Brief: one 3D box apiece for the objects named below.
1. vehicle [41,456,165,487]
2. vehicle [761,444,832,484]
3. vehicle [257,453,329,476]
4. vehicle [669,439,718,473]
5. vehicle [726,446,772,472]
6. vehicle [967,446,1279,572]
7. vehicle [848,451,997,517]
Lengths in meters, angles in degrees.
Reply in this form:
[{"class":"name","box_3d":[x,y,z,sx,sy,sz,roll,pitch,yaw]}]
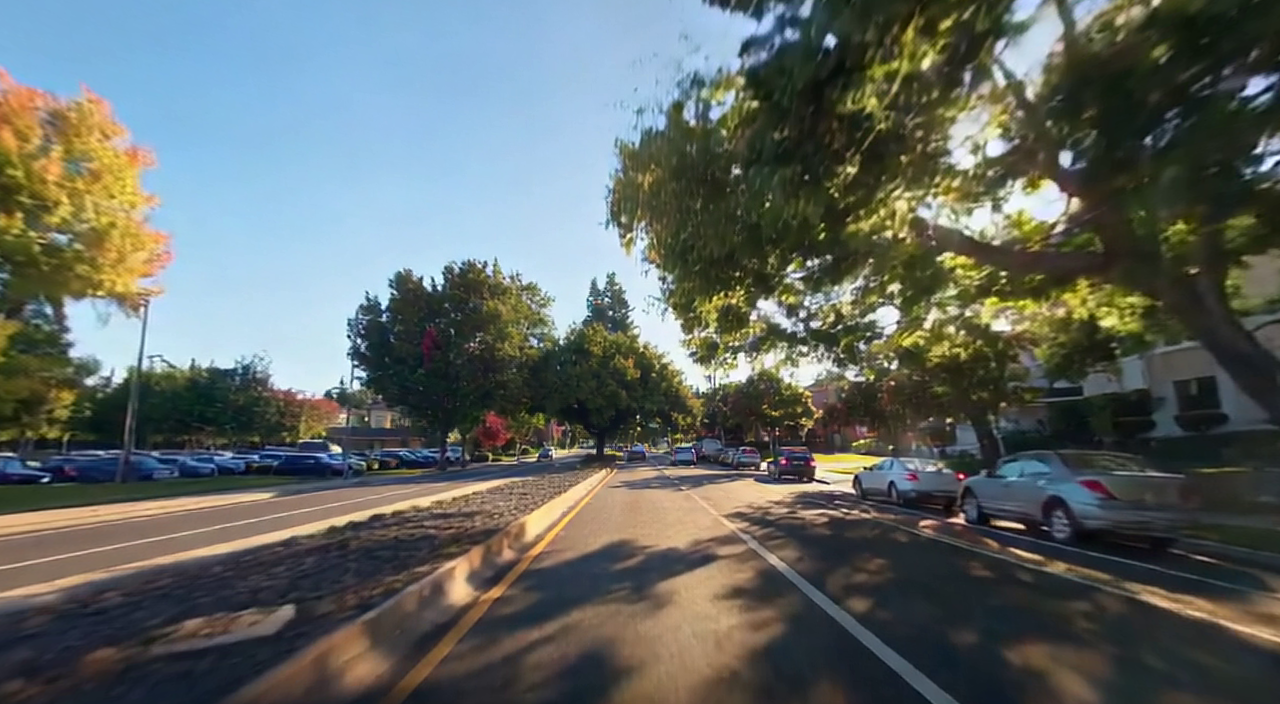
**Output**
[{"class":"vehicle","box_3d":[-29.603,6.572,35.057,4.702,1.535,2.292,4,-9,-26]},{"class":"vehicle","box_3d":[7.124,5.130,29.255,1.994,1.691,4.472,0,-8,-2]},{"class":"vehicle","box_3d":[-23.844,7.706,43.587,1.768,1.429,4.423,-2,-8,13]},{"class":"vehicle","box_3d":[3.045,6.024,36.881,2.293,1.814,4.589,0,-8,-2]},{"class":"vehicle","box_3d":[7.234,7.114,42.371,1.951,1.601,5.147,0,-8,-2]},{"class":"vehicle","box_3d":[7.207,2.273,10.006,1.812,1.548,4.021,0,-8,-1]},{"class":"vehicle","box_3d":[7.239,3.381,16.786,1.852,1.448,4.446,0,-8,-1]}]
